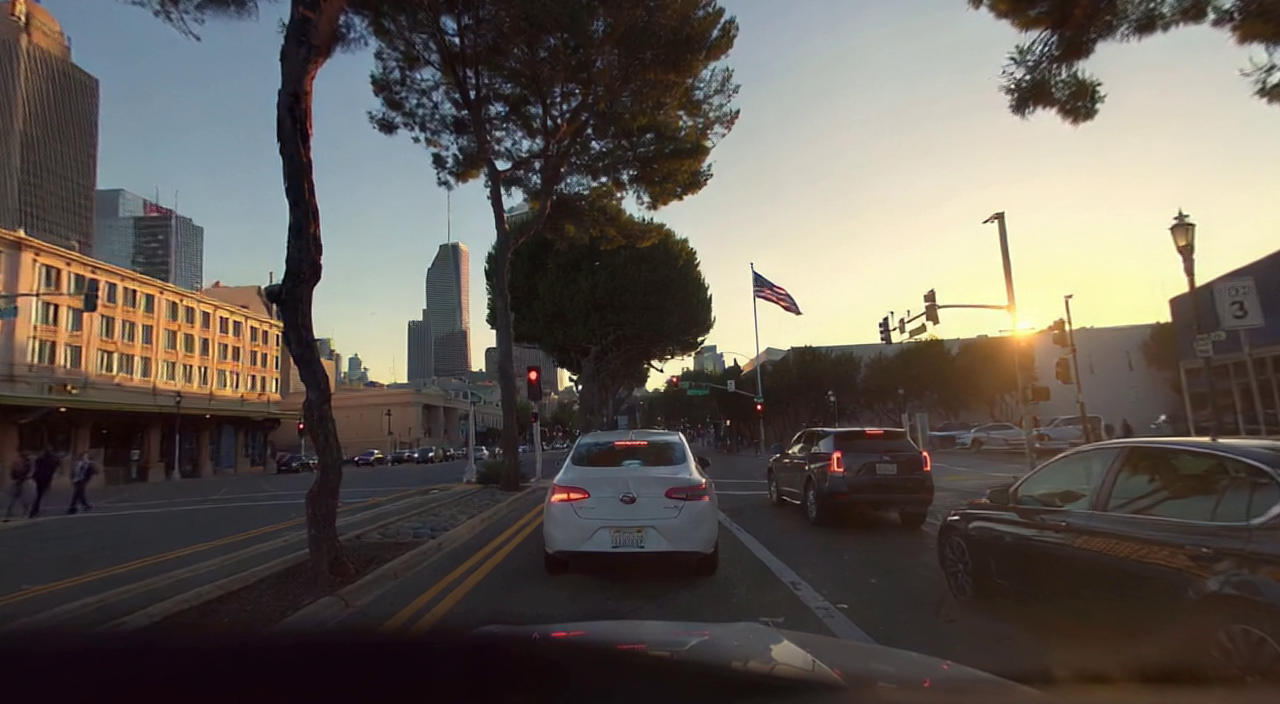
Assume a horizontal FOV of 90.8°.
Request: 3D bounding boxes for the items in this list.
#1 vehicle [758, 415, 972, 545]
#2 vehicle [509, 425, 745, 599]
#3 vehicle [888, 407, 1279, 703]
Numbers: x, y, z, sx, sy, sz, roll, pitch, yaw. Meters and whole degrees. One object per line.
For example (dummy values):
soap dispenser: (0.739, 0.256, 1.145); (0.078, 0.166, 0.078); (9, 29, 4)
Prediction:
vehicle: (3.492, 2.082, 10.929); (1.978, 1.738, 4.599); (0, -8, 0)
vehicle: (-0.116, 1.701, 7.553); (2.096, 1.521, 3.747); (0, -8, 0)
vehicle: (3.373, 1.180, 3.986); (1.833, 1.465, 4.258); (0, -8, -1)
